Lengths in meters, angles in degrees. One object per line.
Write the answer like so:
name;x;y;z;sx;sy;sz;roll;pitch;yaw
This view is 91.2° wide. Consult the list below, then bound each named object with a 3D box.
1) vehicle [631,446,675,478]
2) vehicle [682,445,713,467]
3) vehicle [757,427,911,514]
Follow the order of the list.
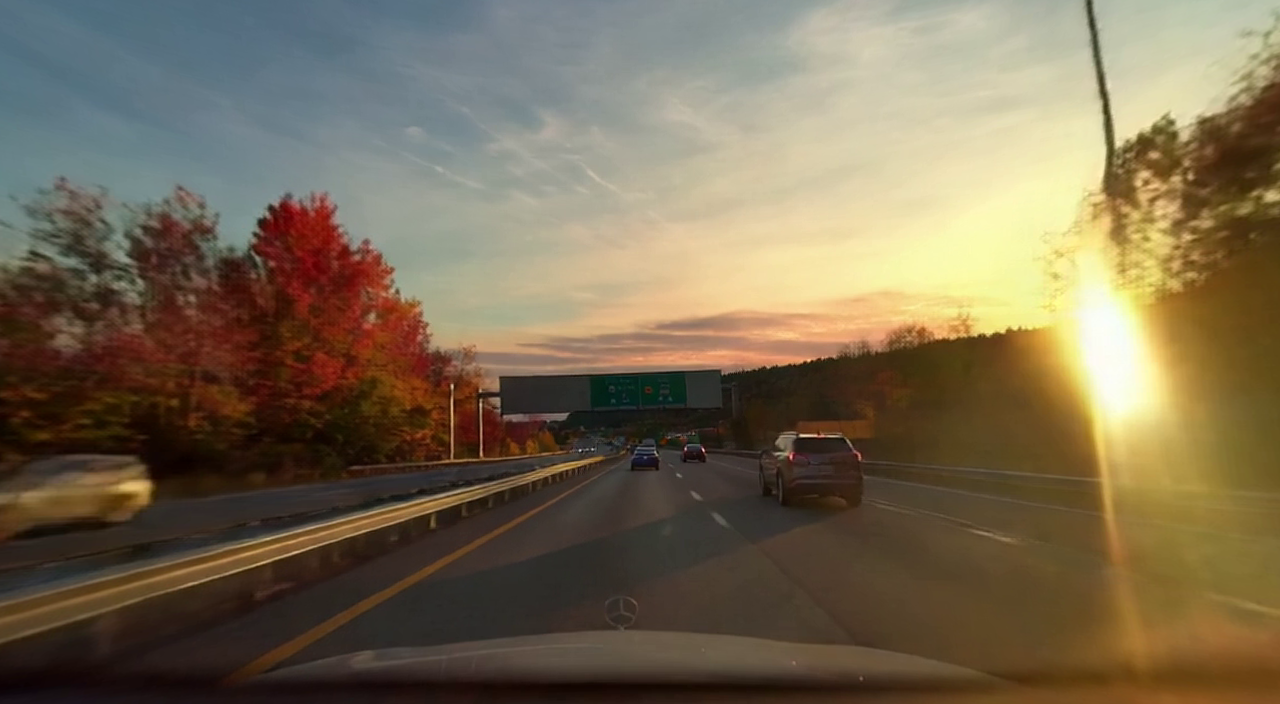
vehicle;0.602;5.339;30.682;2.037;1.418;3.793;0;-9;0
vehicle;4.284;7.815;47.328;1.959;1.528;4.207;0;-9;0
vehicle;4.317;2.721;14.863;2.250;1.718;4.358;0;-9;0
